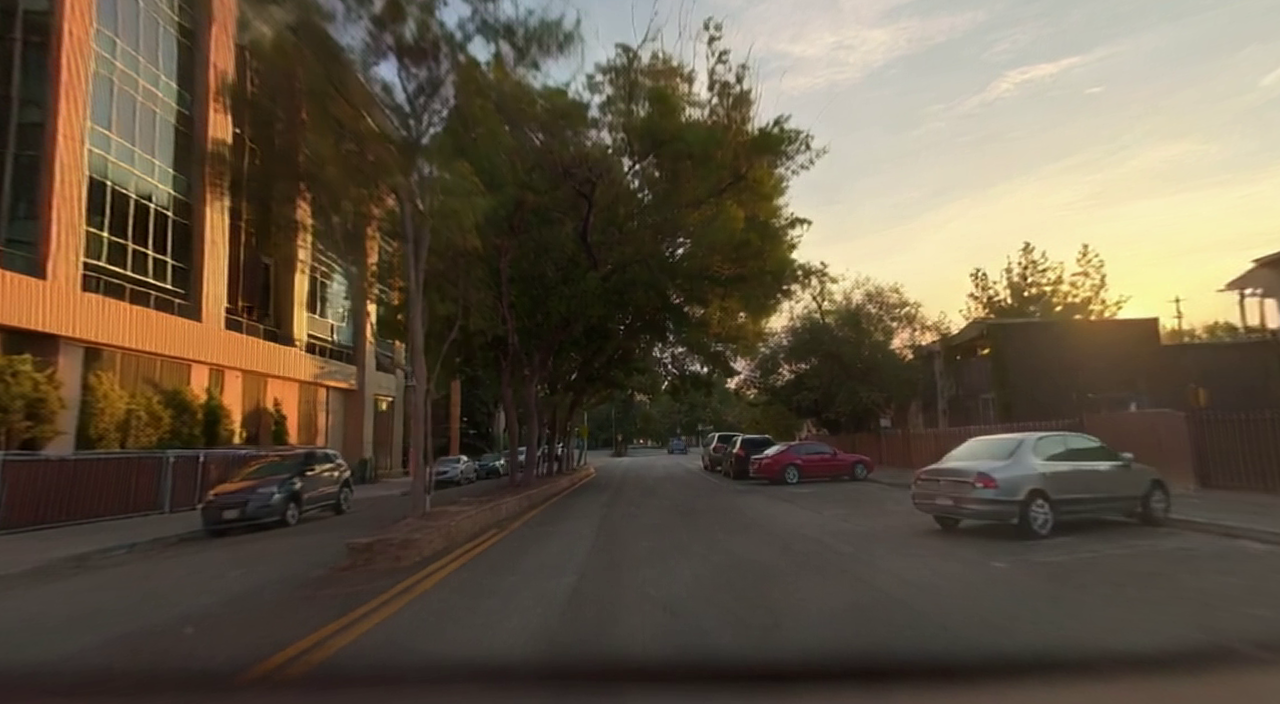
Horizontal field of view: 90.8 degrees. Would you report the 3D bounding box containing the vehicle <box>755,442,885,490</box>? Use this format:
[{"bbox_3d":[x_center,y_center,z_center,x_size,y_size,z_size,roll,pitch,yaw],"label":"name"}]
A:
[{"bbox_3d":[6.384,3.973,22.313,4.265,1.510,1.915,5,-10,-29],"label":"vehicle"}]

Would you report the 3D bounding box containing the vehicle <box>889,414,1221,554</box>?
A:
[{"bbox_3d":[6.595,1.977,10.038,4.858,1.758,2.021,4,-10,-25],"label":"vehicle"}]

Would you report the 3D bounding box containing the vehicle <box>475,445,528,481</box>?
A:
[{"bbox_3d":[-7.787,6.248,35.931,1.957,1.693,4.588,-2,-6,1],"label":"vehicle"}]

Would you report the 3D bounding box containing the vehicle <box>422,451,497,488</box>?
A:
[{"bbox_3d":[-8.149,5.314,28.996,1.911,1.497,4.738,0,-9,2],"label":"vehicle"}]

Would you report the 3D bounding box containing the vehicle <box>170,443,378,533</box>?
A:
[{"bbox_3d":[-8.022,2.971,14.466,2.172,1.707,4.273,0,-9,0],"label":"vehicle"}]
